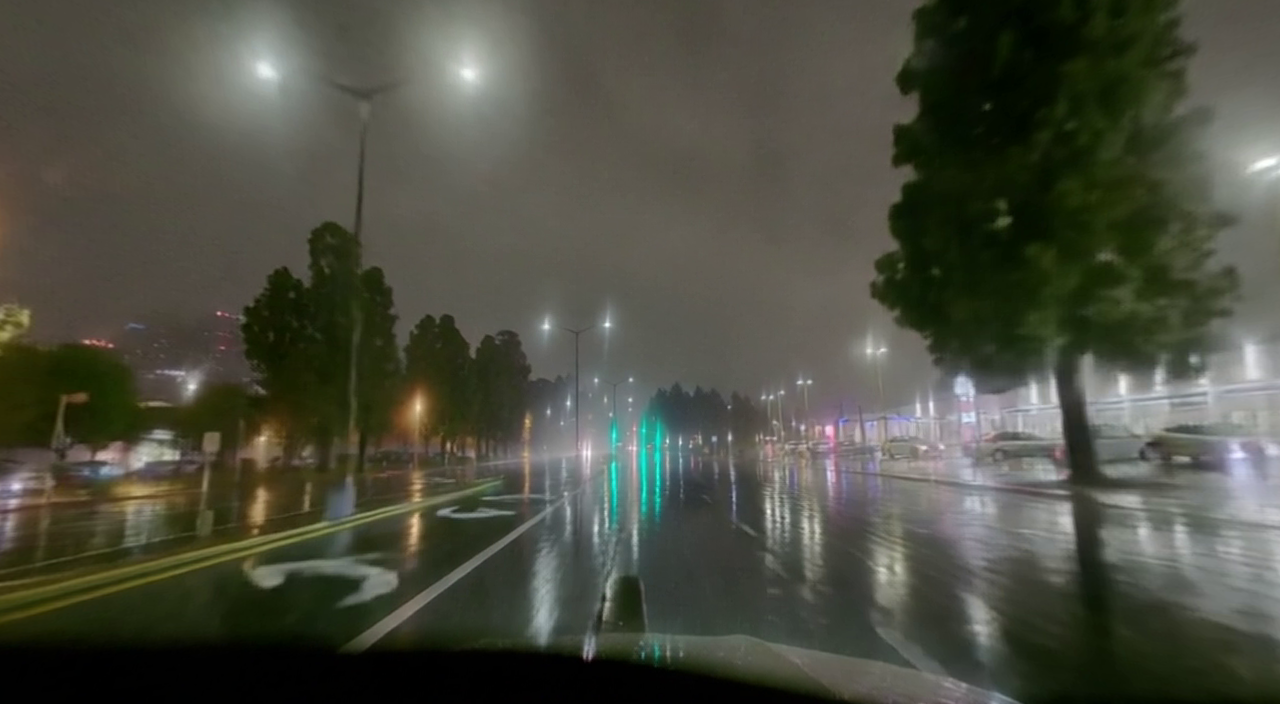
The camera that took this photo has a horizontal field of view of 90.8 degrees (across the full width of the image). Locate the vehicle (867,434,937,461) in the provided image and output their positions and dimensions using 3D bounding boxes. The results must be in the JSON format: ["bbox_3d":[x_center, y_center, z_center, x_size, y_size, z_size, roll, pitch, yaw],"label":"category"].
[{"bbox_3d":[17.293,6.347,42.040,2.196,1.667,5.262,0,-9,-3],"label":"vehicle"}]

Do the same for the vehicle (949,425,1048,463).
[{"bbox_3d":[17.690,4.620,31.518,1.912,1.646,4.870,-1,-9,-2],"label":"vehicle"}]

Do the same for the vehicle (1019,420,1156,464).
[{"bbox_3d":[18.165,3.712,26.009,1.890,1.612,4.797,1,-9,-4],"label":"vehicle"}]

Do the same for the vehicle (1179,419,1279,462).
[{"bbox_3d":[22.878,3.335,23.745,1.800,1.455,3.806,0,-9,-1],"label":"vehicle"}]

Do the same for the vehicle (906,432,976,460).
[{"bbox_3d":[17.494,5.514,36.938,1.841,1.471,4.367,-2,-9,-1],"label":"vehicle"}]
